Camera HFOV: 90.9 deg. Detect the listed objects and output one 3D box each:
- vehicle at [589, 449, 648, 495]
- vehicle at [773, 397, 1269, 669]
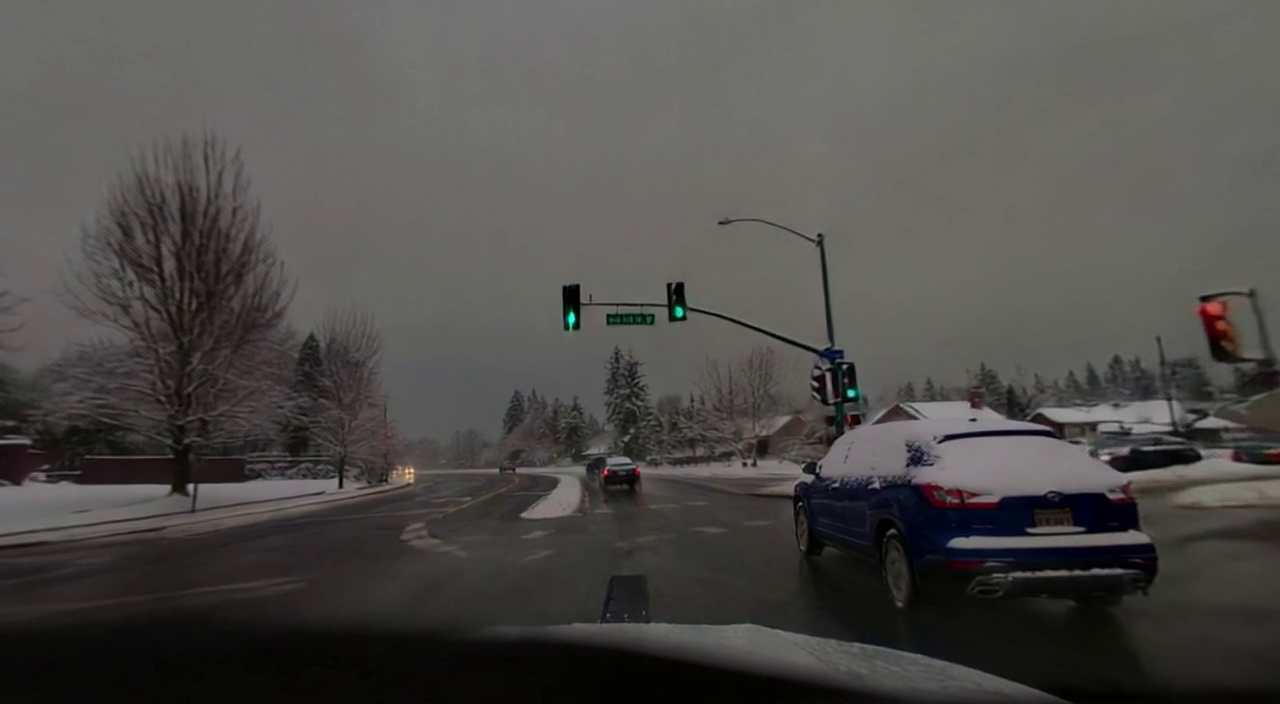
[{"bbox_3d":[-1.045,5.283,28.192,2.185,1.822,4.583,1,-9,-8],"label":"vehicle"},{"bbox_3d":[2.892,1.490,6.326,2.024,1.686,4.588,0,-9,-1],"label":"vehicle"}]
